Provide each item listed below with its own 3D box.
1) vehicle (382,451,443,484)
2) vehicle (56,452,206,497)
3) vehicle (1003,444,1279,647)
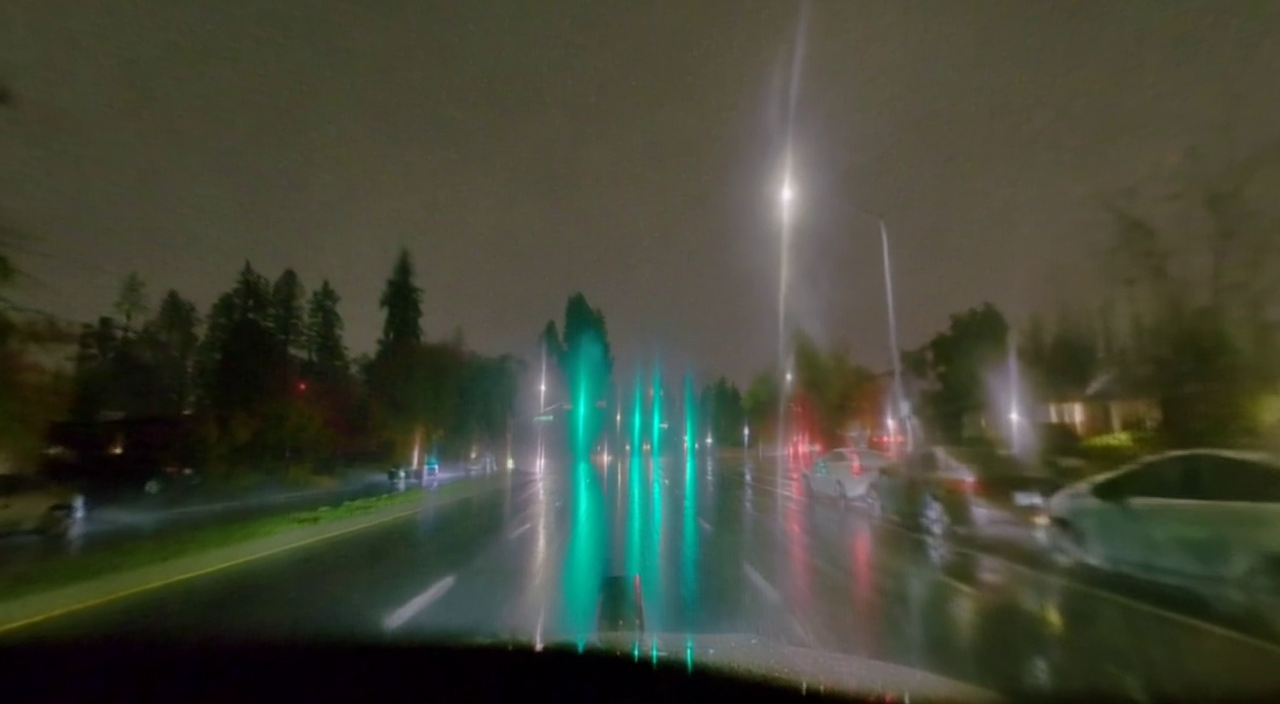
[{"bbox_3d":[-13.005,6.619,36.418,1.916,1.754,4.337,0,-9,-1],"label":"vehicle"},{"bbox_3d":[-20.853,4.999,26.037,4.417,1.754,1.946,0,-9,-1],"label":"vehicle"},{"bbox_3d":[5.582,1.587,5.757,1.875,1.466,4.355,0,-9,-1],"label":"vehicle"}]
